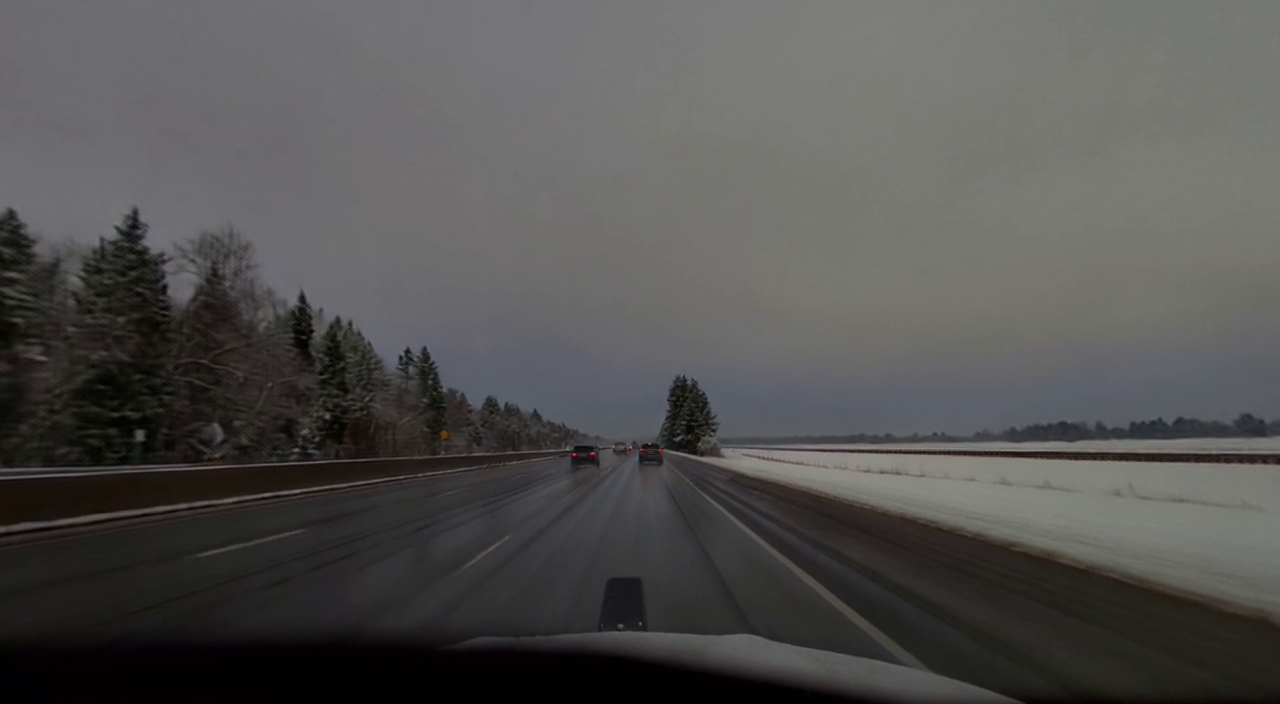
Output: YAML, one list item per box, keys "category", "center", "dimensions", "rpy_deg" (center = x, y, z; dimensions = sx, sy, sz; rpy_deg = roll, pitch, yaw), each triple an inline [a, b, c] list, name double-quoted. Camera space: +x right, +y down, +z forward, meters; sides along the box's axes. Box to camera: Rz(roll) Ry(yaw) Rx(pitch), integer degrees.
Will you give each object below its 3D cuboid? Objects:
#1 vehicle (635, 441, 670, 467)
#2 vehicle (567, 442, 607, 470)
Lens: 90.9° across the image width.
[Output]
- category: "vehicle"
  center: [0.829, 6.960, 43.272]
  dimensions: [2.259, 1.697, 4.106]
  rpy_deg: [0, -8, 1]
- category: "vehicle"
  center: [-3.271, 6.500, 39.527]
  dimensions: [2.028, 1.634, 4.441]
  rpy_deg: [0, -8, 1]
